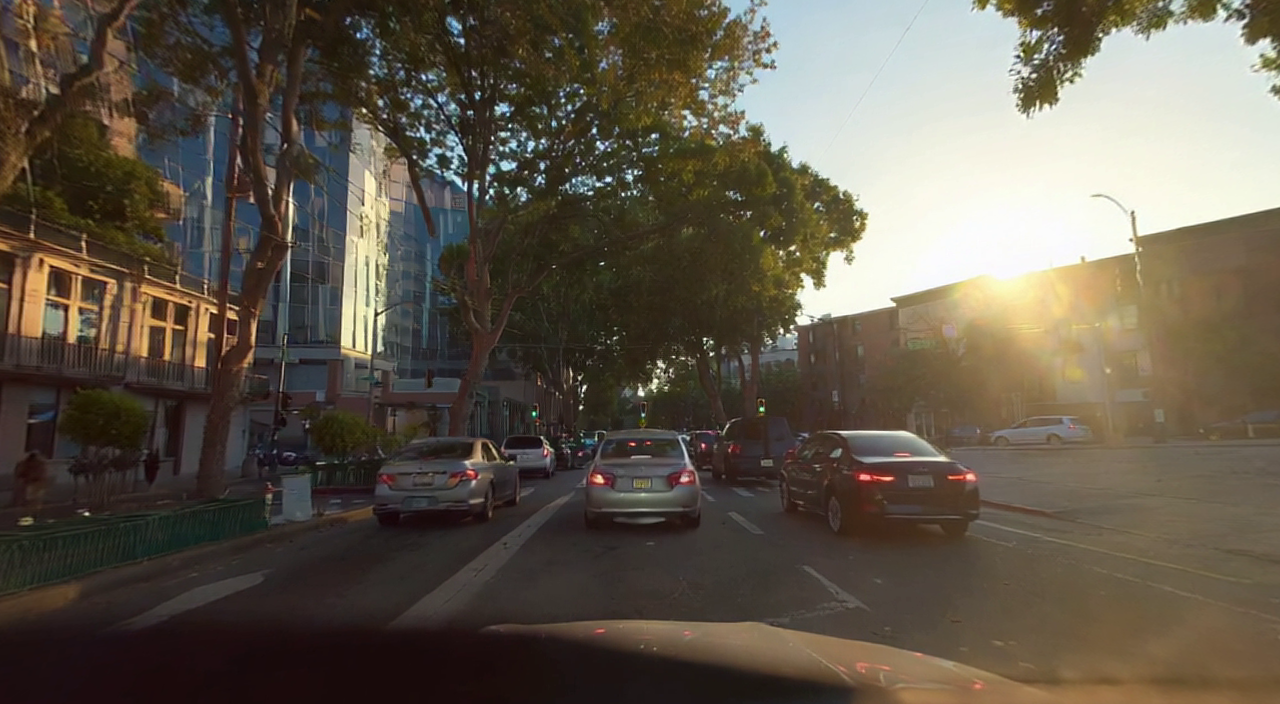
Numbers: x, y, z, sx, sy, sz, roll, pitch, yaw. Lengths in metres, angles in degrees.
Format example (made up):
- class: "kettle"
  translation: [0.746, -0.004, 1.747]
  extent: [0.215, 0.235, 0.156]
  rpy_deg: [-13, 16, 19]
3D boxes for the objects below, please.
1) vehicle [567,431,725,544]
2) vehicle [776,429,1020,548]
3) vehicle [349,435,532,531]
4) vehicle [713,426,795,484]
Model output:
- class: "vehicle"
  translation: [0.030, 2.098, 10.423]
  extent: [2.101, 1.480, 3.929]
  rpy_deg: [0, -8, -1]
- class: "vehicle"
  translation: [3.762, 2.064, 10.268]
  extent: [1.990, 1.486, 4.431]
  rpy_deg: [0, -8, -2]
- class: "vehicle"
  translation: [-3.435, 2.327, 11.811]
  extent: [2.002, 1.465, 4.098]
  rpy_deg: [0, -8, 1]
- class: "vehicle"
  translation: [4.189, 3.911, 24.211]
  extent: [2.142, 1.957, 5.443]
  rpy_deg: [0, -8, 0]
